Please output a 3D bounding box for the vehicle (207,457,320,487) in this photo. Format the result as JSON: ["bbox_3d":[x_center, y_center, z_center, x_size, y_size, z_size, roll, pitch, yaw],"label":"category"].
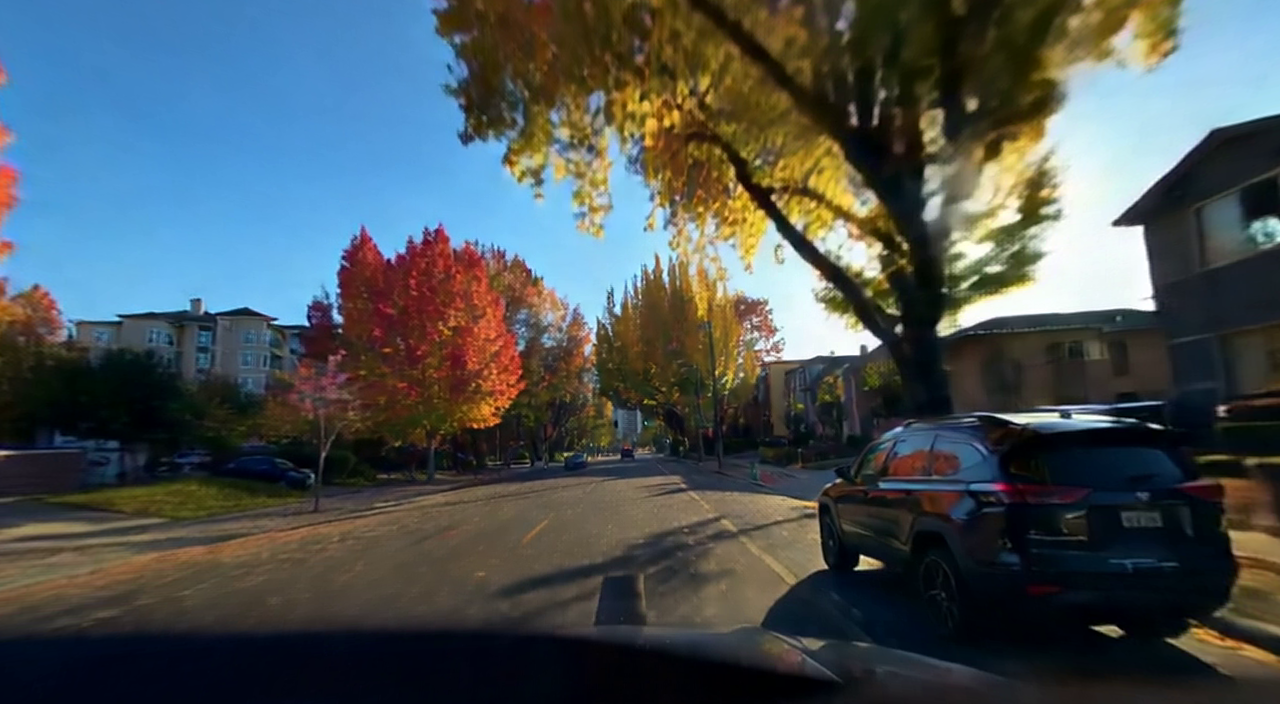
[{"bbox_3d":[-19.528,6.217,32.923,4.610,1.463,1.841,1,-9,-6],"label":"vehicle"}]

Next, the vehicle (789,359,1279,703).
[{"bbox_3d":[3.024,1.283,5.373,2.224,1.791,4.834,0,-9,-1],"label":"vehicle"}]
